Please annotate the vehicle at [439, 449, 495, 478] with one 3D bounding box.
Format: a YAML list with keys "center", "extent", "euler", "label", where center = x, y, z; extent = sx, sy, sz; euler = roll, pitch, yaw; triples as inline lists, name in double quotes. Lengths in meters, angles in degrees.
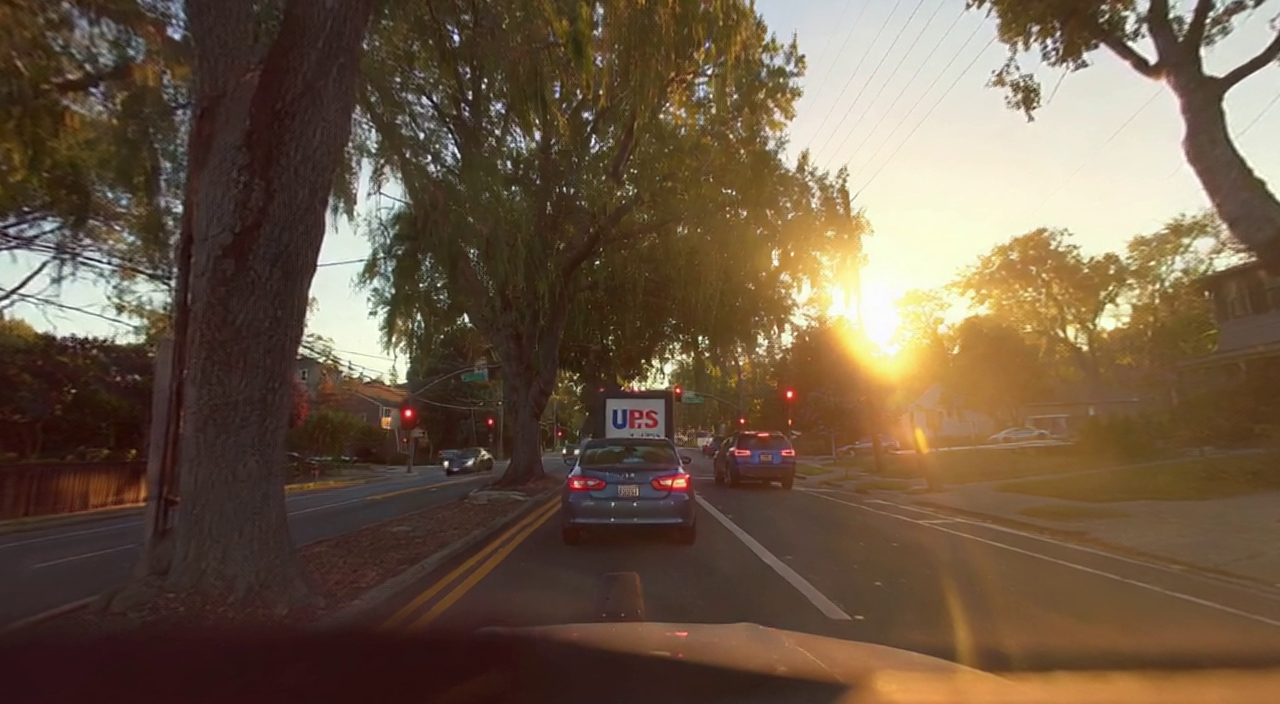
- center: [-9.755, 6.313, 36.003]
  extent: [1.950, 1.467, 4.270]
  euler: [0, -8, 1]
  label: "vehicle"

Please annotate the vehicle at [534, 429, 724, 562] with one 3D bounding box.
- center: [-0.156, 1.937, 9.303]
  extent: [2.135, 1.483, 4.207]
  euler: [0, -8, -1]
  label: "vehicle"

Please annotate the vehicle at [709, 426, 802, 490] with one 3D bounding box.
- center: [3.617, 3.438, 20.774]
  extent: [2.145, 1.847, 4.524]
  euler: [0, -8, -1]
  label: "vehicle"
